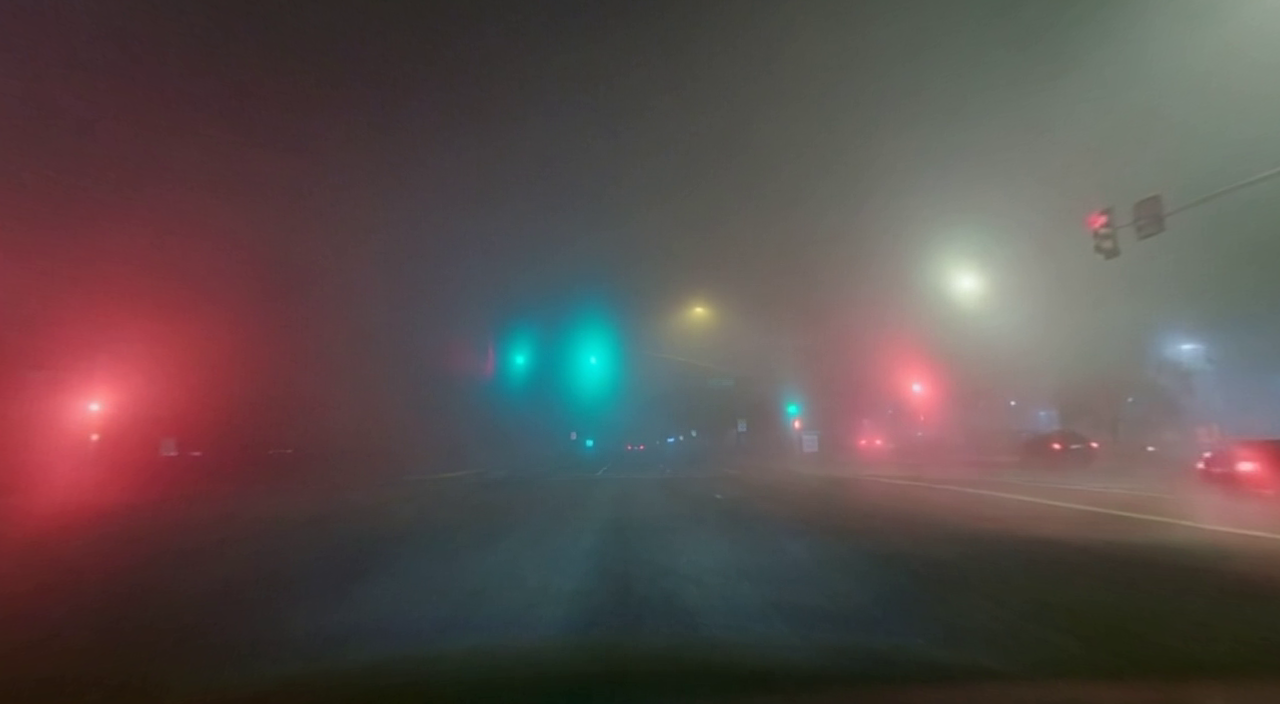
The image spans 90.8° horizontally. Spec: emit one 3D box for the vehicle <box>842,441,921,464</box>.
[{"bbox_3d":[16.035,6.708,42.139,4.483,1.452,1.924,0,-9,-1],"label":"vehicle"}]

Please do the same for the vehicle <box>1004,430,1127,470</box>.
[{"bbox_3d":[23.528,5.536,35.439,2.802,1.992,6.440,-2,-10,5],"label":"vehicle"}]
